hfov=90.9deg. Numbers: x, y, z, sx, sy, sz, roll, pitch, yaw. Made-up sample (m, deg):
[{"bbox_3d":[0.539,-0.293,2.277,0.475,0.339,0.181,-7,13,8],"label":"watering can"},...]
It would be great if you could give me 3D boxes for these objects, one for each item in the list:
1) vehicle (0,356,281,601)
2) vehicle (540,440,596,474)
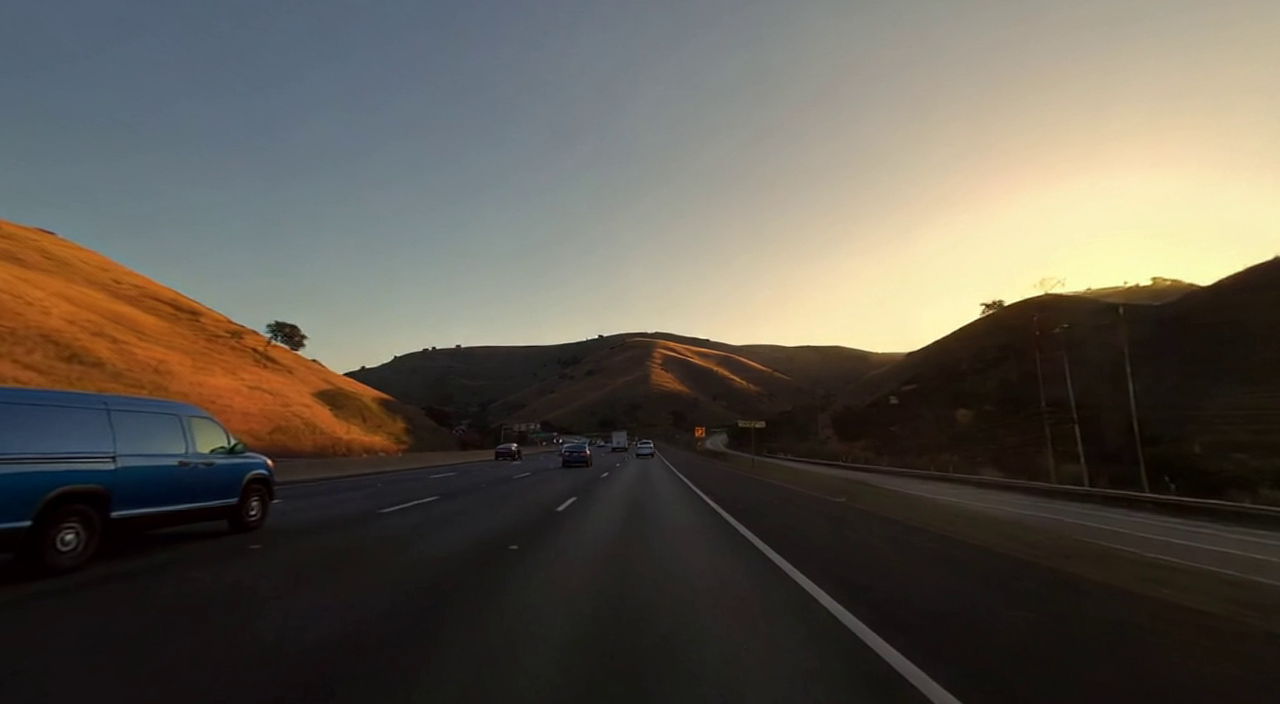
[{"bbox_3d":[-6.841,1.316,6.883,2.437,2.135,5.643,0,-8,1],"label":"vehicle"},{"bbox_3d":[-3.387,5.038,30.599,2.080,1.505,4.649,0,-8,1],"label":"vehicle"}]
